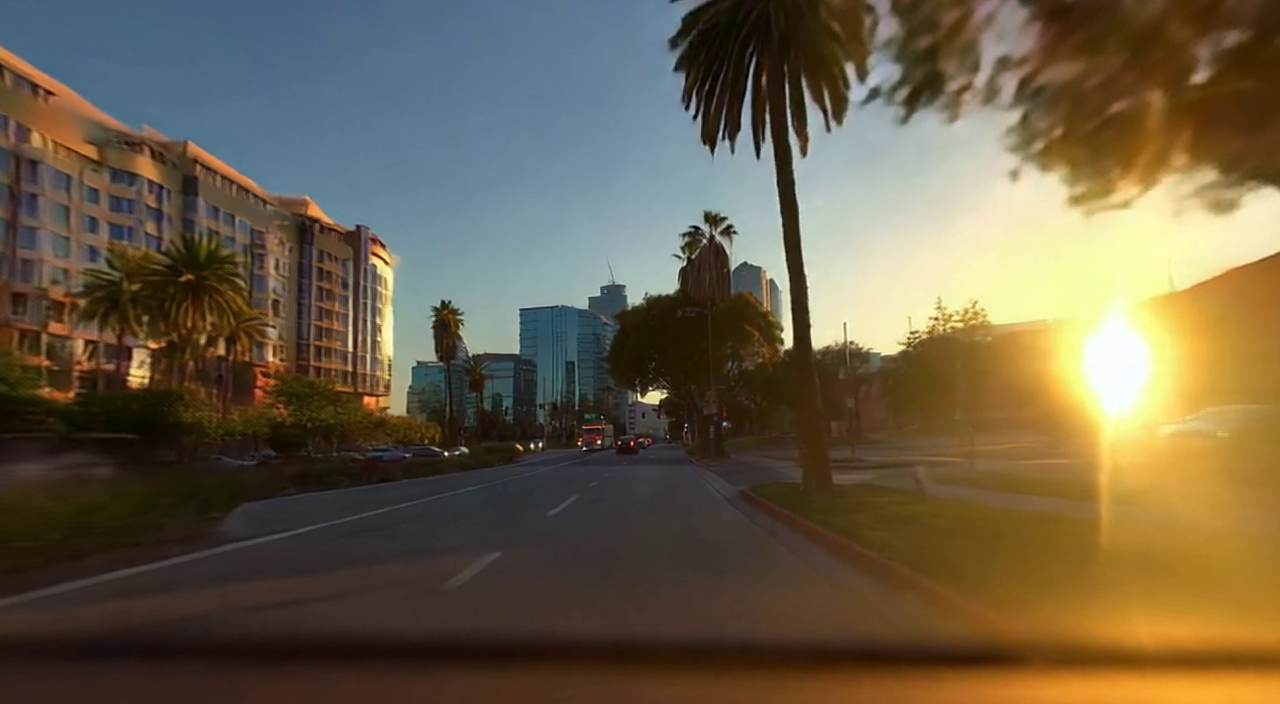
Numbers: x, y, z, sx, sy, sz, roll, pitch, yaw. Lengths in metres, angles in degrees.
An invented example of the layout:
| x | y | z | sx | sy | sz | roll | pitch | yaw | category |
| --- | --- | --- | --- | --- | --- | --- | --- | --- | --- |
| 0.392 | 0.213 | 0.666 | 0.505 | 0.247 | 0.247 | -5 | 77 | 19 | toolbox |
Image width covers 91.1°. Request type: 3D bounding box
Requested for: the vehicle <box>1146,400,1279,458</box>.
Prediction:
| x | y | z | sx | sy | sz | roll | pitch | yaw | category |
| --- | --- | --- | --- | --- | --- | --- | --- | --- | --- |
| 16.218 | 2.068 | 16.820 | 3.945 | 1.463 | 1.684 | 1 | -8 | -6 | vehicle |
